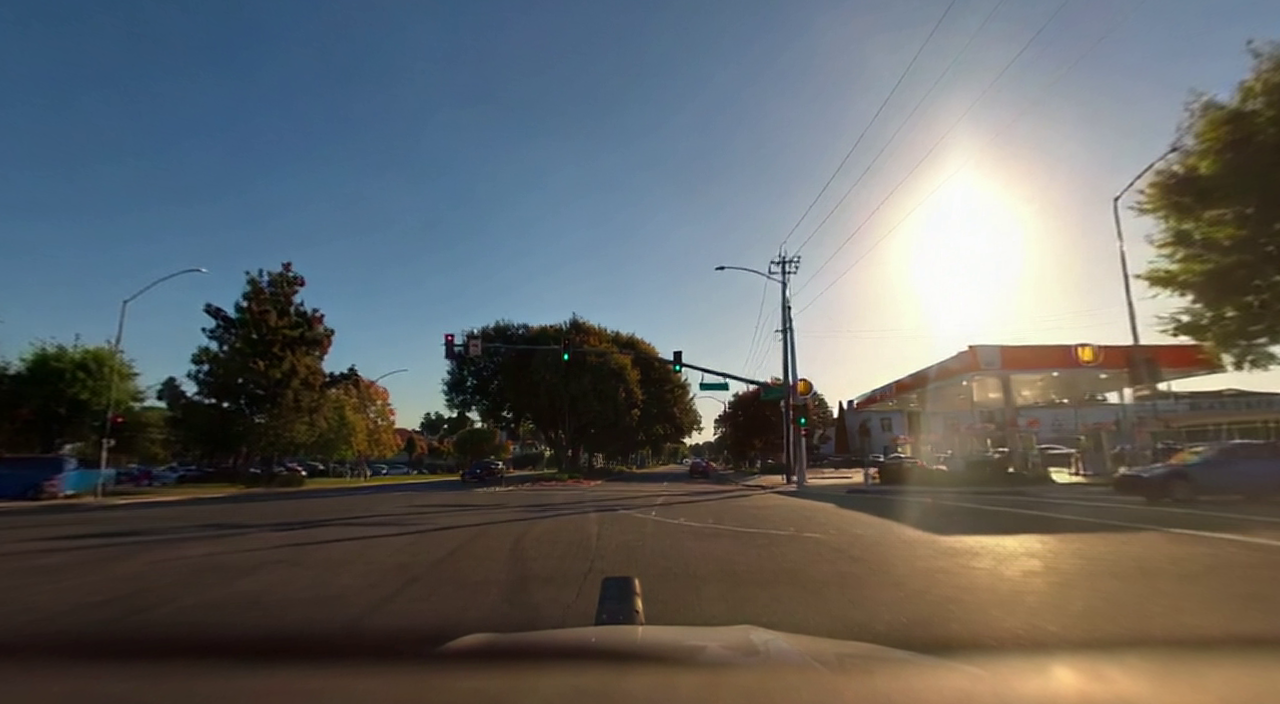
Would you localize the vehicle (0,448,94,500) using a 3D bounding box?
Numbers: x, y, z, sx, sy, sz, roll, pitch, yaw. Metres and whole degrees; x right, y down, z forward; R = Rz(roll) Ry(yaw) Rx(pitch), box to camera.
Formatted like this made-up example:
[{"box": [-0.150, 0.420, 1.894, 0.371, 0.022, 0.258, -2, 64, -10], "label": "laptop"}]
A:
[{"box": [-33.218, 6.349, 33.158, 6.708, 2.544, 2.452, 0, -9, 1], "label": "vehicle"}]

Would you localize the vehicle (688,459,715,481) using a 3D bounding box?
[{"box": [4.639, 8.936, 48.103, 1.908, 1.492, 3.977, -1, -9, 3], "label": "vehicle"}]

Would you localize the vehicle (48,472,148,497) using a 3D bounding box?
[{"box": [-32.876, 8.048, 38.393, 4.239, 1.401, 2.038, 0, -9, 2], "label": "vehicle"}]

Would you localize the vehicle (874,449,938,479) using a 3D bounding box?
[{"box": [17.813, 7.451, 42.177, 4.601, 1.766, 2.015, 7, -14, -42], "label": "vehicle"}]

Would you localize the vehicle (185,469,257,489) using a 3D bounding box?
[{"box": [-32.596, 9.871, 49.196, 4.233, 1.434, 1.961, -1, -9, 4], "label": "vehicle"}]

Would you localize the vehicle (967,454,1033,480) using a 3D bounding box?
[{"box": [21.948, 6.945, 38.433, 4.329, 1.461, 1.873, 7, -11, -38], "label": "vehicle"}]

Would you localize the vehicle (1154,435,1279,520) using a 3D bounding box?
[{"box": [13.264, 2.391, 12.329, 4.605, 1.497, 2.061, 0, -9, 1], "label": "vehicle"}]

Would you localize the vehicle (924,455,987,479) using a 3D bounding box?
[{"box": [20.126, 7.322, 40.237, 4.553, 1.371, 2.019, 9, -15, -42], "label": "vehicle"}]

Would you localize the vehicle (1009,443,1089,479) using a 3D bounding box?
[{"box": [23.332, 6.160, 35.954, 4.920, 1.864, 2.027, 6, -11, -36], "label": "vehicle"}]

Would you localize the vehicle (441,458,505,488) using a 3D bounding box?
[{"box": [-9.112, 6.632, 34.904, 2.023, 1.498, 4.605, -1, -9, 3], "label": "vehicle"}]
